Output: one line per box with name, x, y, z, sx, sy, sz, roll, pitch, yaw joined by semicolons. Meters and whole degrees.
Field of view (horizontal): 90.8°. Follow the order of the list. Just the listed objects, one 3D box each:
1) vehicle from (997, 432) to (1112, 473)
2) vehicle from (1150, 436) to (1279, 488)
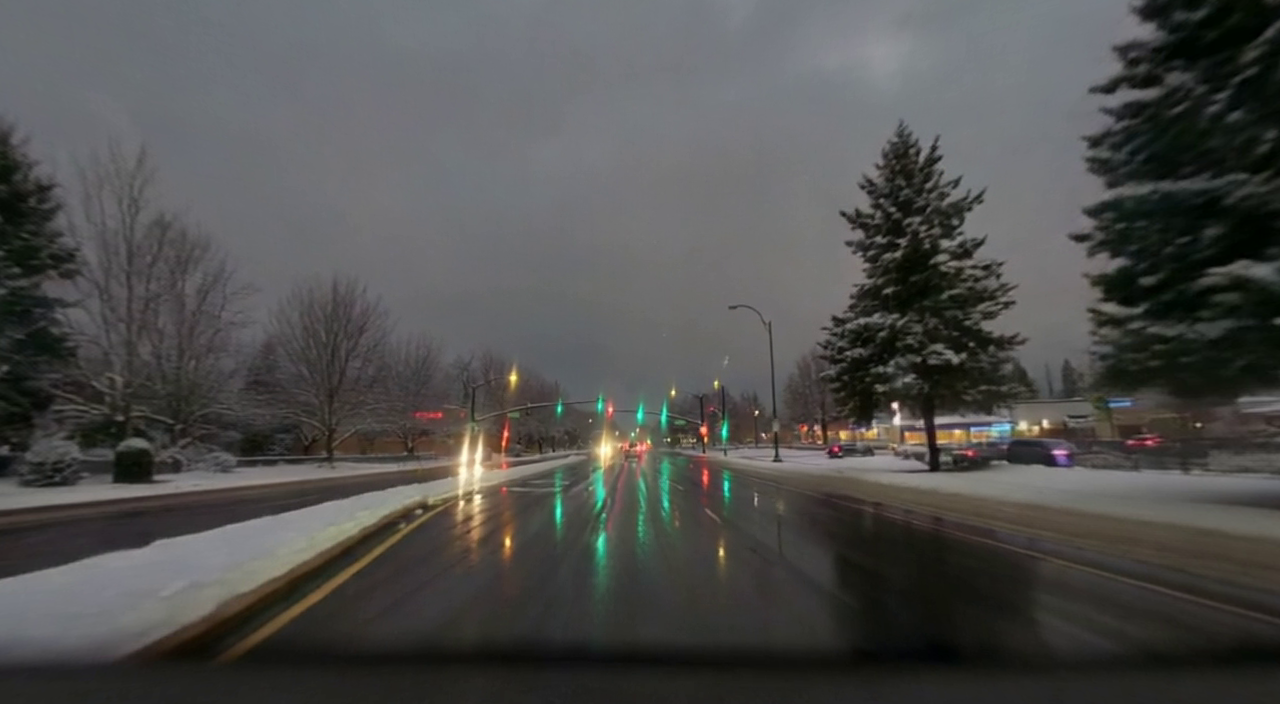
vehicle;20.333;4.924;30.976;5.072;1.887;2.189;4;-10;-24
vehicle;19.539;3.658;21.244;4.238;1.561;1.922;4;-10;-26
